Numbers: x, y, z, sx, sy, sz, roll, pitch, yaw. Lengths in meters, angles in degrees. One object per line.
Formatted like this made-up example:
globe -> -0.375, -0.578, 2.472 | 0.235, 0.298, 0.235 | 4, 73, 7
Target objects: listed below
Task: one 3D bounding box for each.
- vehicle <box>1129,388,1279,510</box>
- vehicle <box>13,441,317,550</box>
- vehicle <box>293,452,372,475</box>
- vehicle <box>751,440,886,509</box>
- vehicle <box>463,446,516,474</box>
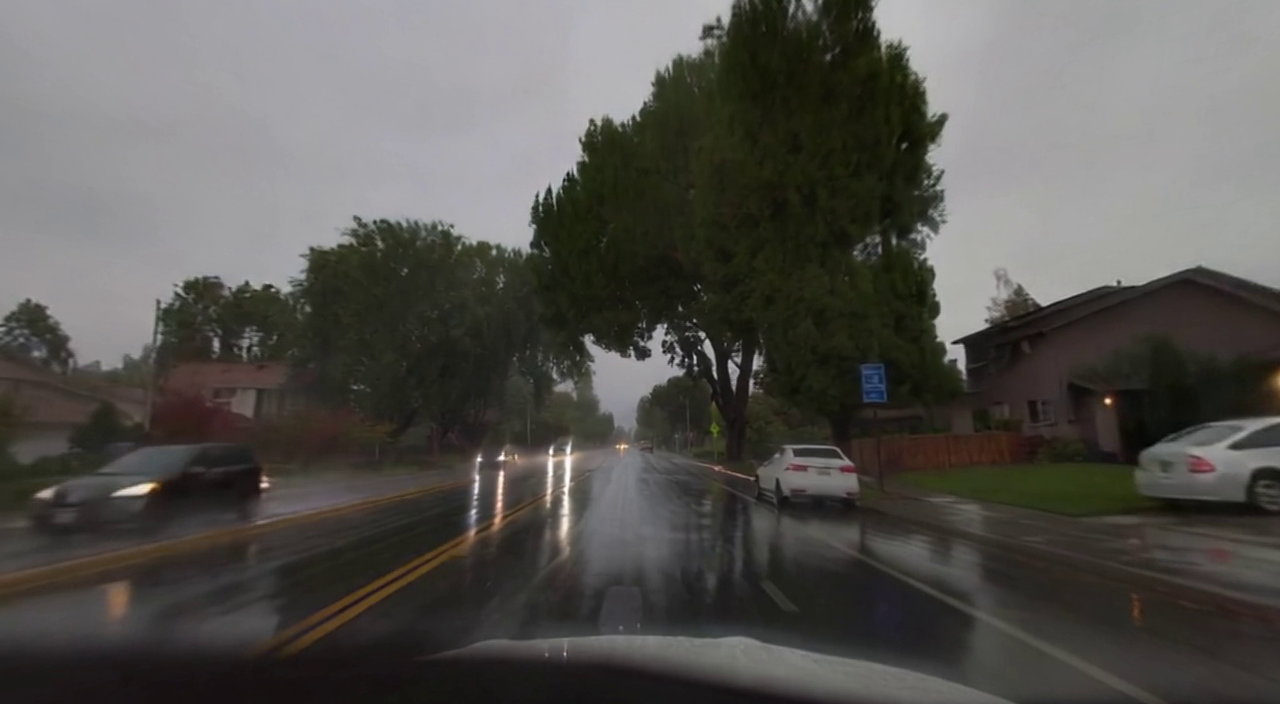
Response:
vehicle -> 10.874, 1.507, 10.025 | 4.615, 1.705, 1.979 | 0, -8, -4
vehicle -> -8.242, 2.476, 11.728 | 2.005, 1.589, 4.648 | 0, -8, 0
vehicle -> -21.338, 7.747, 43.978 | 4.551, 1.473, 1.855 | 0, -8, -3
vehicle -> 4.234, 2.960, 15.885 | 2.011, 1.458, 4.633 | 0, -8, 0
vehicle -> -8.637, 6.218, 36.650 | 1.920, 1.516, 4.311 | 0, -8, 1
